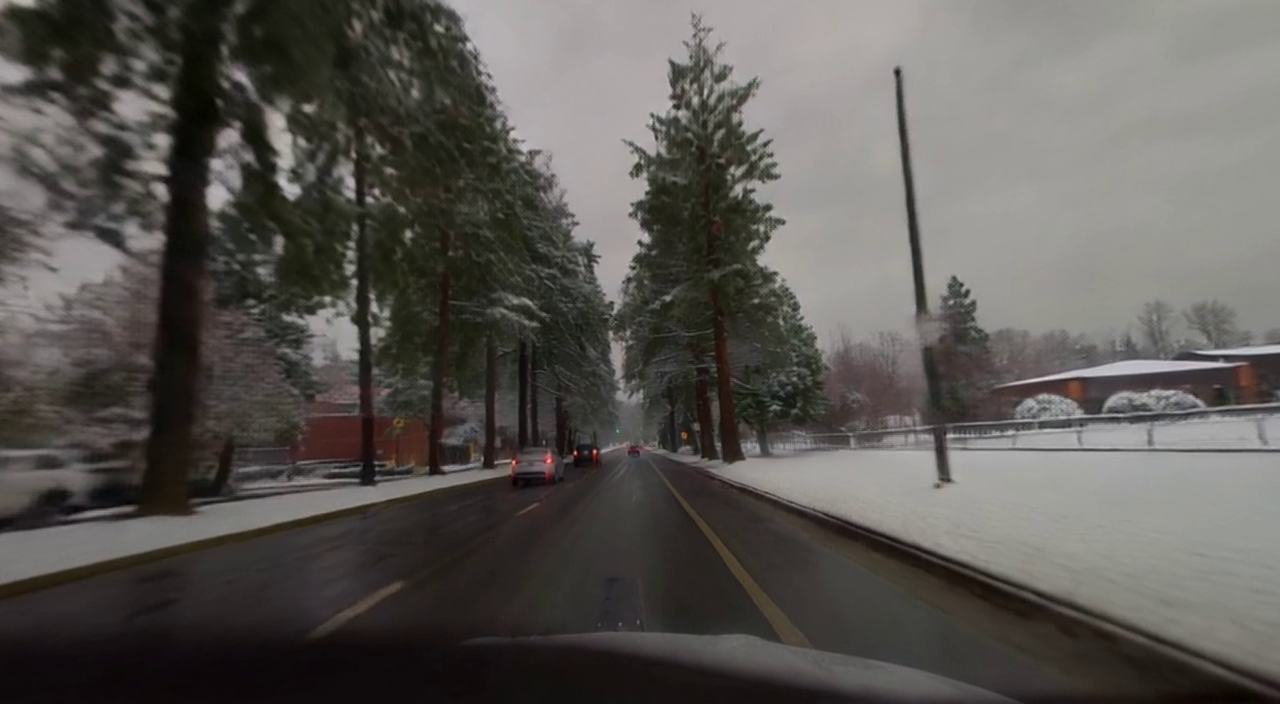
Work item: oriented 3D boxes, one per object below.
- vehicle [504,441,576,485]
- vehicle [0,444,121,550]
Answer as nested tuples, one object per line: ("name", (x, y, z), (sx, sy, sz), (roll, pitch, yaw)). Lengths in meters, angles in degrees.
("vehicle", (-3.586, 4.048, 23.399), (1.932, 1.431, 4.144), (-1, -8, 1))
("vehicle", (-11.670, 2.357, 10.091), (2.109, 1.729, 5.492), (0, -8, 0))
